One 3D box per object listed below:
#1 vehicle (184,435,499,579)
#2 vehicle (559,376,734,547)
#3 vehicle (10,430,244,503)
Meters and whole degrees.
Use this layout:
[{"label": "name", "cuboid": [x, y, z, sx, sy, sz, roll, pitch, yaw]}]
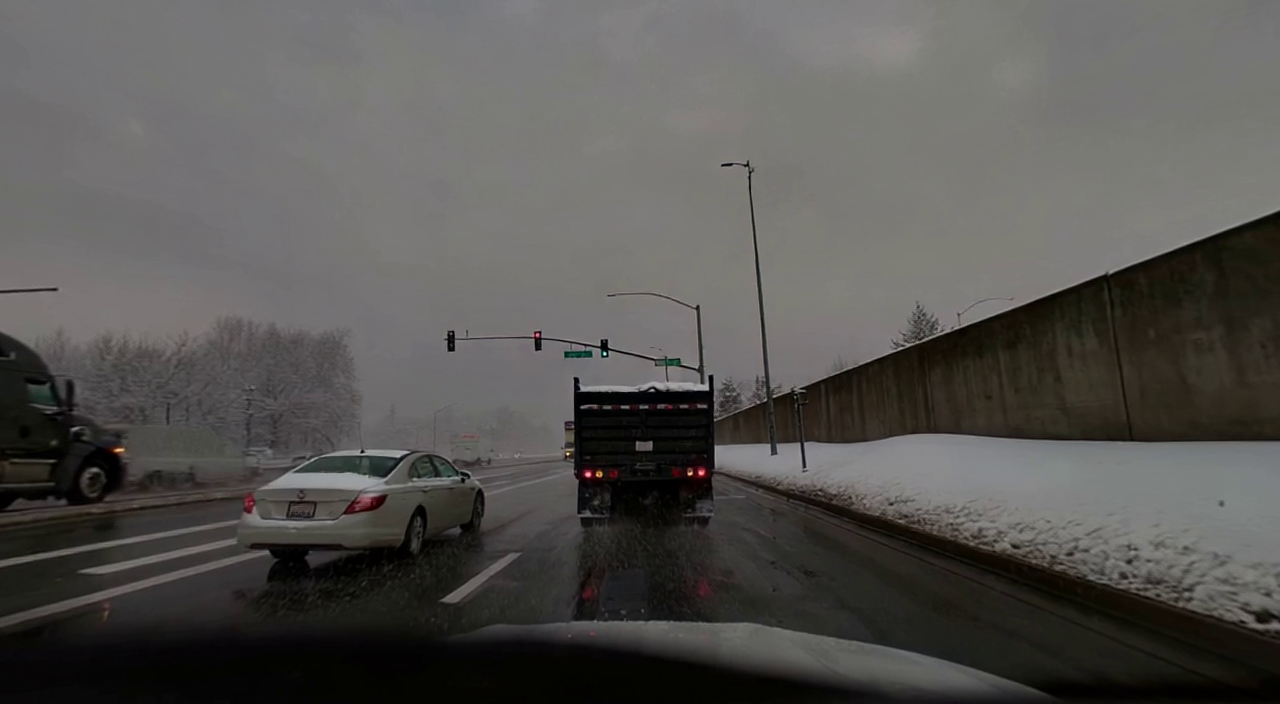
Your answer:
[{"label": "vehicle", "cuboid": [-3.672, 1.983, 9.091, 2.019, 1.480, 4.966, 0, -8, 1]}, {"label": "vehicle", "cuboid": [0.109, 1.878, 11.302, 2.355, 2.305, 5.336, 0, -8, 0]}, {"label": "vehicle", "cuboid": [-16.984, 3.821, 21.616, 2.475, 2.090, 6.394, -1, -8, 2]}]
